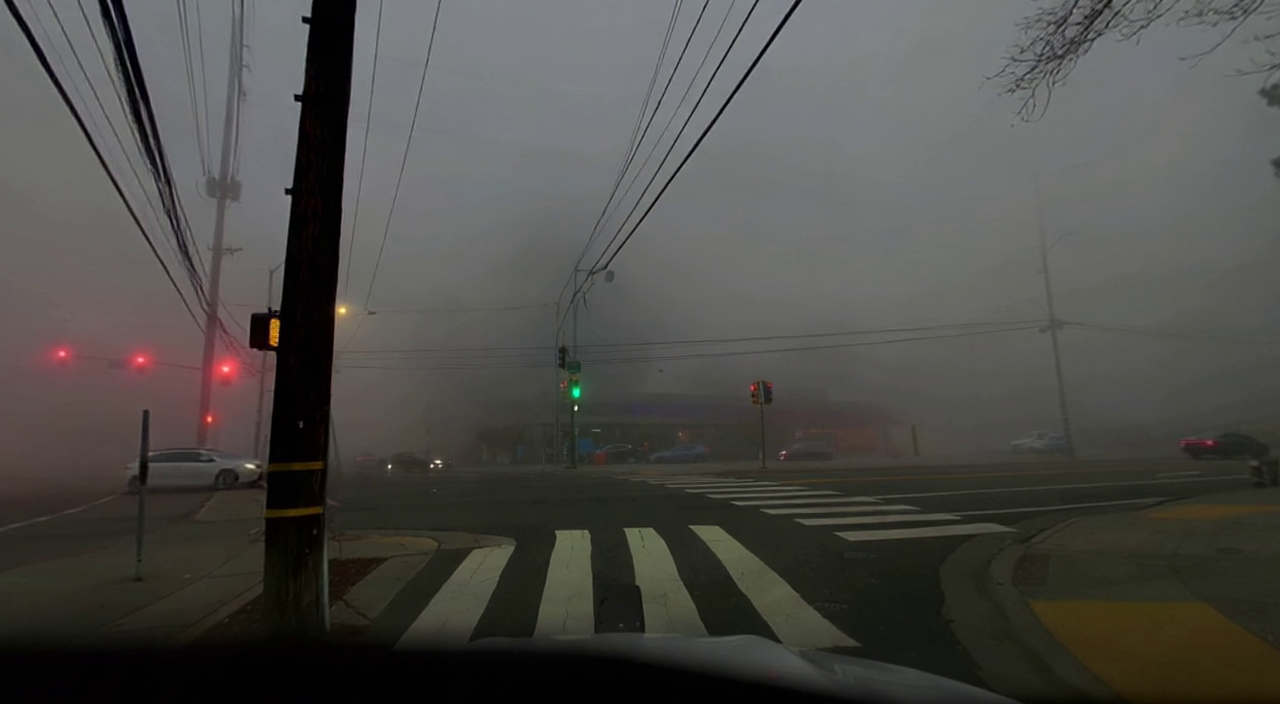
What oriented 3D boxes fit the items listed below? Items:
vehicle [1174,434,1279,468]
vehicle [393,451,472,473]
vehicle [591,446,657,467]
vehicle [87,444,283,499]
[{"bbox_3d":[27.728,4.620,29.539,4.700,1.479,2.095,3,-9,-22],"label":"vehicle"},{"bbox_3d":[-14.102,7.440,43.001,4.837,1.407,1.818,4,-9,-26],"label":"vehicle"},{"bbox_3d":[-1.150,7.546,45.824,4.391,1.451,1.717,4,-9,-25],"label":"vehicle"},{"bbox_3d":[-13.254,3.435,18.494,4.799,1.438,1.899,-2,-9,14],"label":"vehicle"}]
